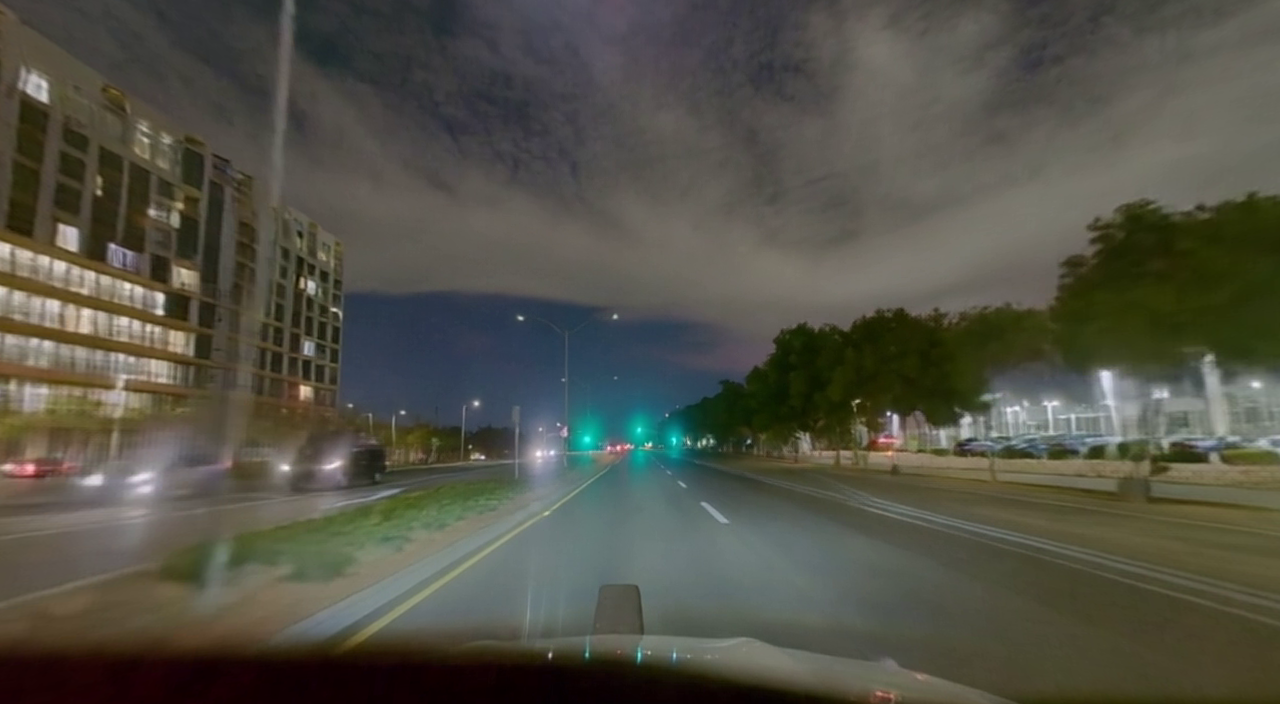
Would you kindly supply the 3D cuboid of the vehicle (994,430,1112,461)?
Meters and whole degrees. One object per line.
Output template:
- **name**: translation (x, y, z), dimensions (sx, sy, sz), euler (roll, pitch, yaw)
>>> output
- **vehicle**: translation (21.967, 4.997, 33.755), dimensions (4.739, 1.569, 2.097), euler (-1, -9, 4)

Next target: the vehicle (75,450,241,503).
- **vehicle**: translation (-15.942, 4.104, 21.281), dimensions (1.966, 1.523, 4.555), euler (0, -9, 0)

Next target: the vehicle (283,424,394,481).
- **vehicle**: translation (-15.850, 5.344, 33.789), dimensions (2.725, 2.768, 6.120), euler (0, -9, 1)
